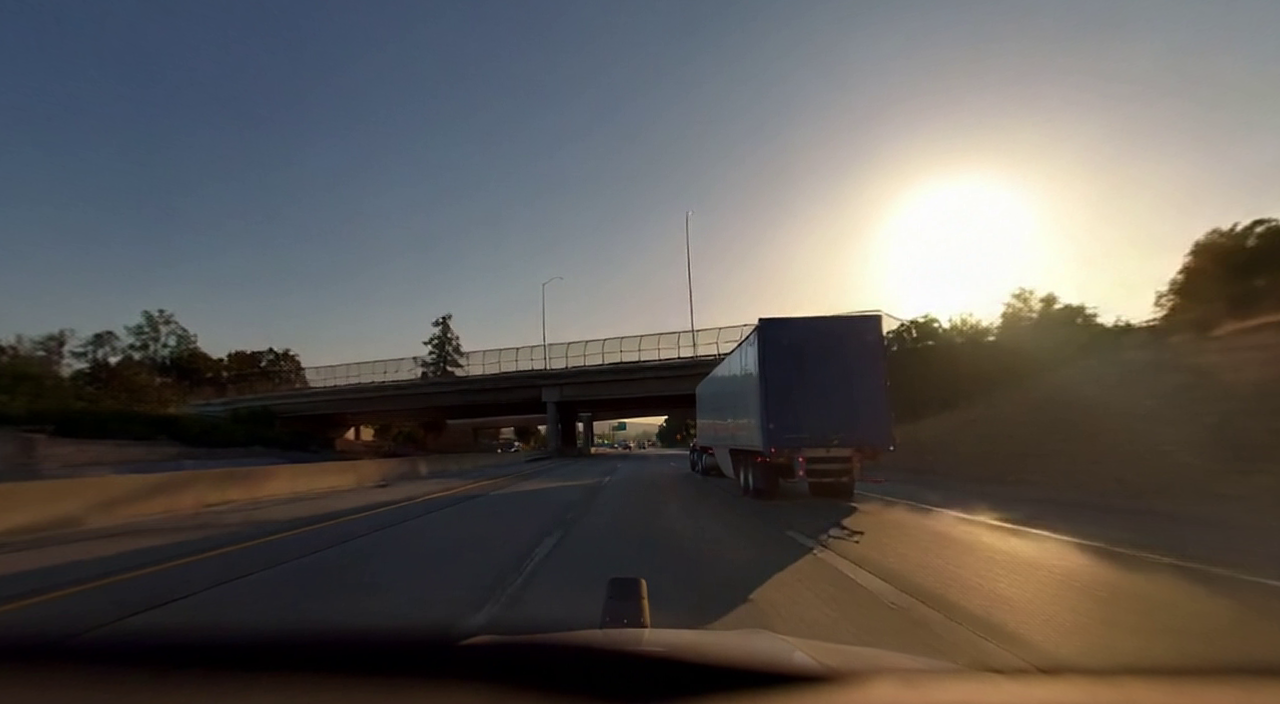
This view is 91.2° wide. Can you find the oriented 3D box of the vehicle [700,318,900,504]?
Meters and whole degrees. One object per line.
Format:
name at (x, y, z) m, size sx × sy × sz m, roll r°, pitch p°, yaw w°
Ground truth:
vehicle at (4.170, 2.327, 20.954) m, size 2.933 × 4.100 × 14.317 m, roll 0°, pitch -8°, yaw 0°
